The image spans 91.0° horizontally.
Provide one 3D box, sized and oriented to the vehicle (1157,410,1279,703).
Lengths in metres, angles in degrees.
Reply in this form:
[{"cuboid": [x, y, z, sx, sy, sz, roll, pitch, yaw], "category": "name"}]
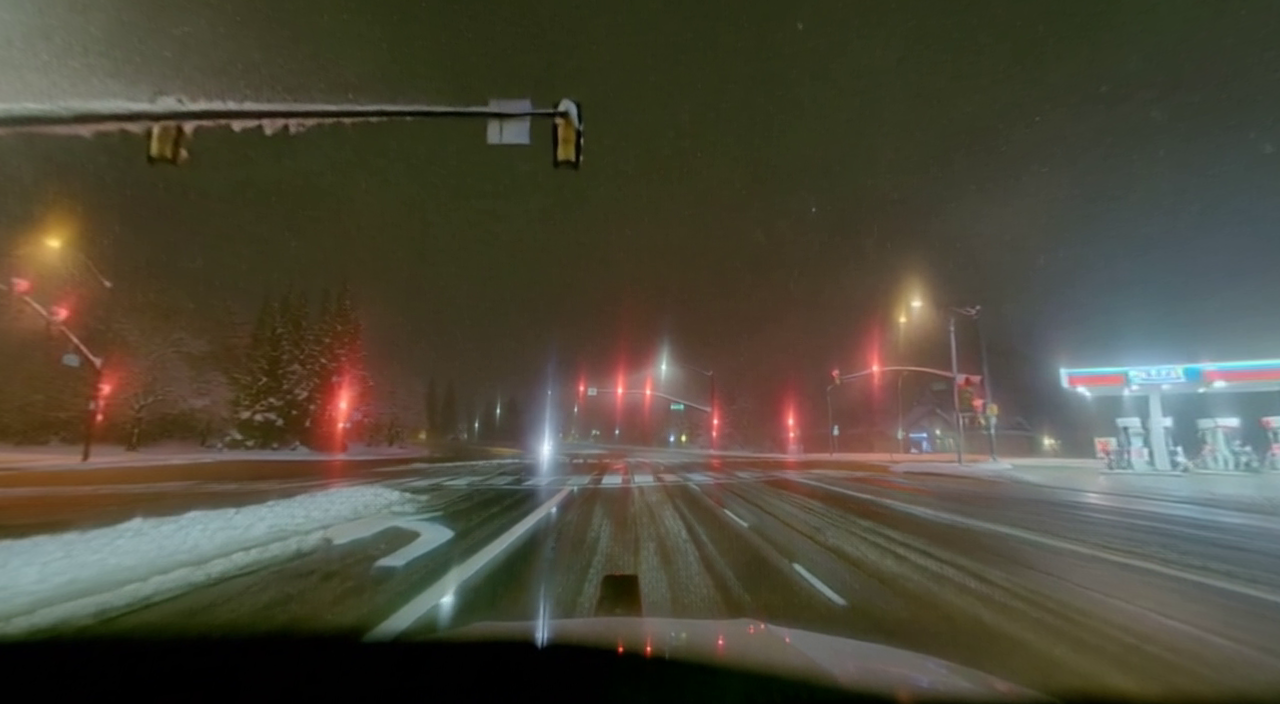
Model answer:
[{"cuboid": [3.180, 0.652, 0.330, 2.023, 1.437, 4.477, 0, -9, 0], "category": "vehicle"}]
